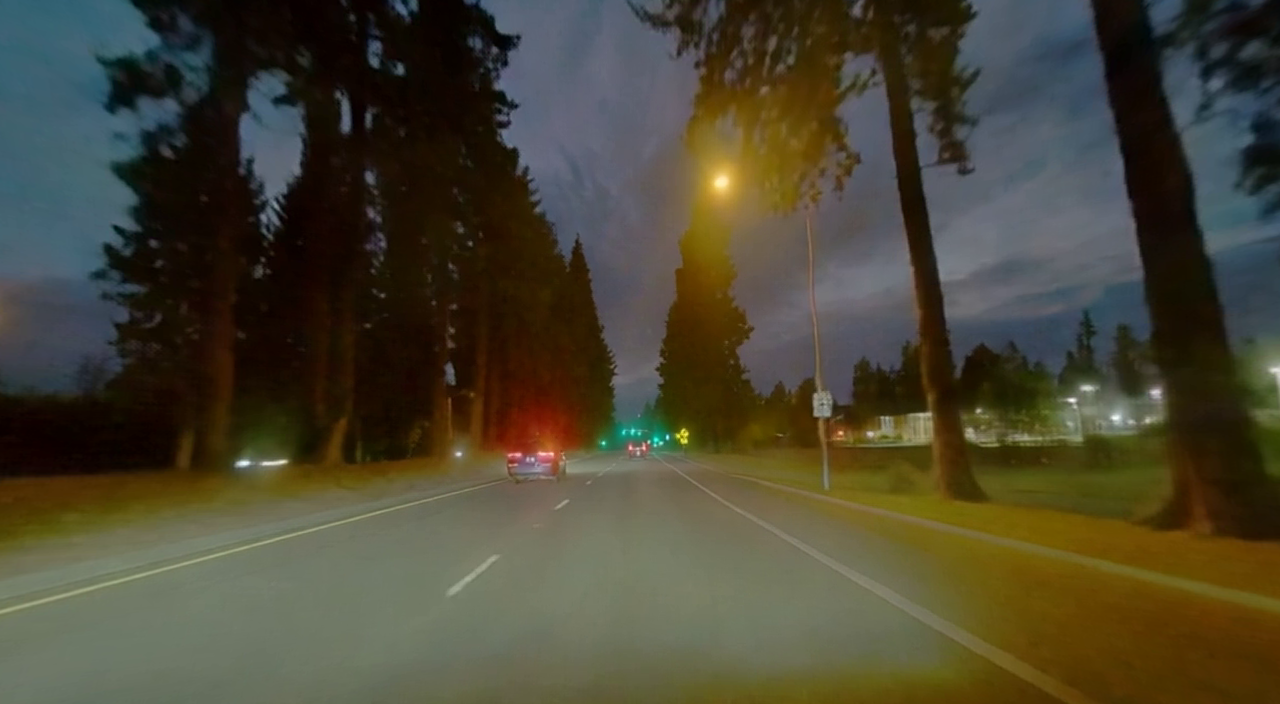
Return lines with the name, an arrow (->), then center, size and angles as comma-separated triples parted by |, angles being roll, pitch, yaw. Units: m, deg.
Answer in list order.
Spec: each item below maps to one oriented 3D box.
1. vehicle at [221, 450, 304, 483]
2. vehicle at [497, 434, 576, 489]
vehicle -> -21.240, 6.442, 35.795 | 1.897, 1.690, 4.492 | 0, -8, 0
vehicle -> -3.602, 3.886, 22.742 | 2.078, 1.748, 4.279 | 0, -8, 0
